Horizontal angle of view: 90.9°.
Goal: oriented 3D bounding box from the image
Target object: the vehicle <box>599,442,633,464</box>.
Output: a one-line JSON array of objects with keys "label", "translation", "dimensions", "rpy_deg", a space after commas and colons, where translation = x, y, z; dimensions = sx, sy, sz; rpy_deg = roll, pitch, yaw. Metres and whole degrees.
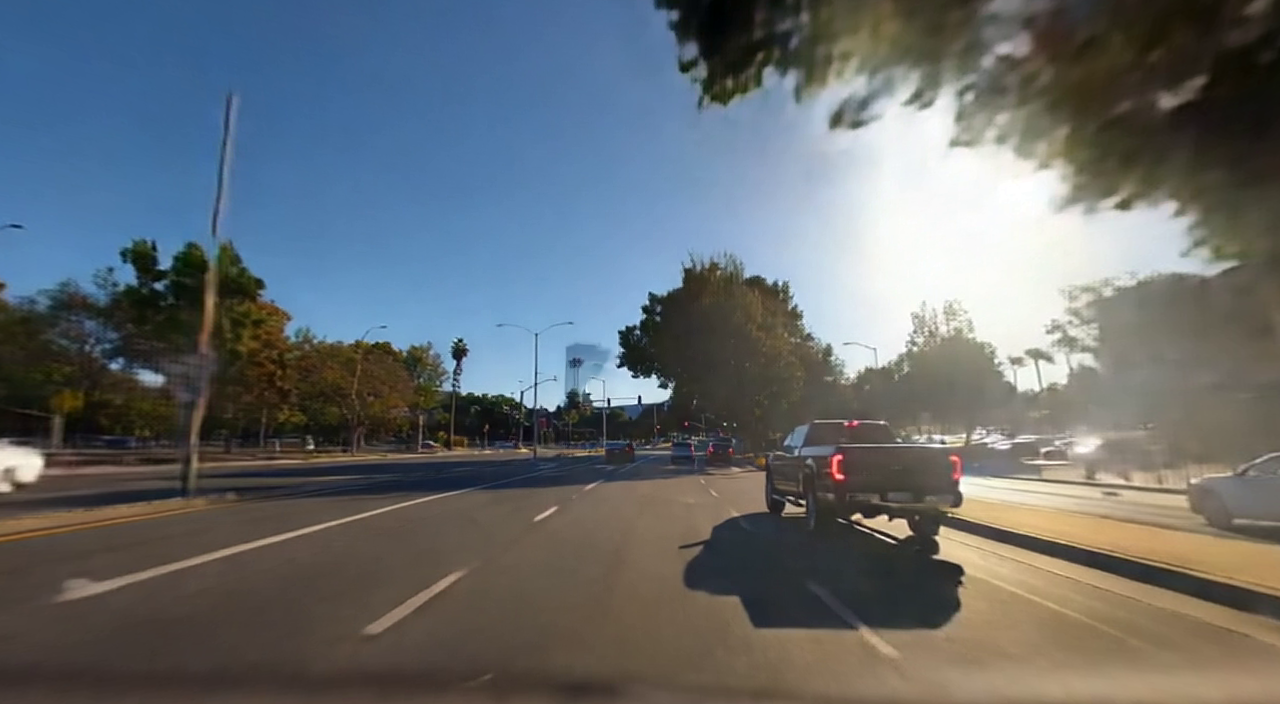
[{"label": "vehicle", "translation": [-1.662, 7.225, 45.247], "dimensions": [1.958, 1.542, 4.175], "rpy_deg": [-1, -8, 5]}]

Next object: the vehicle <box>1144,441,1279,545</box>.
[{"label": "vehicle", "translation": [10.432, 2.118, 9.477], "dimensions": [1.963, 1.513, 4.600], "rpy_deg": [0, -8, 1]}]

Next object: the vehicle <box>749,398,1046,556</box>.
[{"label": "vehicle", "translation": [3.427, 1.840, 10.076], "dimensions": [2.333, 1.777, 5.713], "rpy_deg": [0, -8, 0]}]

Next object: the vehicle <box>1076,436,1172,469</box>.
[{"label": "vehicle", "translation": [25.028, 5.176, 32.617], "dimensions": [3.945, 1.618, 1.919], "rpy_deg": [3, -9, -19]}]
